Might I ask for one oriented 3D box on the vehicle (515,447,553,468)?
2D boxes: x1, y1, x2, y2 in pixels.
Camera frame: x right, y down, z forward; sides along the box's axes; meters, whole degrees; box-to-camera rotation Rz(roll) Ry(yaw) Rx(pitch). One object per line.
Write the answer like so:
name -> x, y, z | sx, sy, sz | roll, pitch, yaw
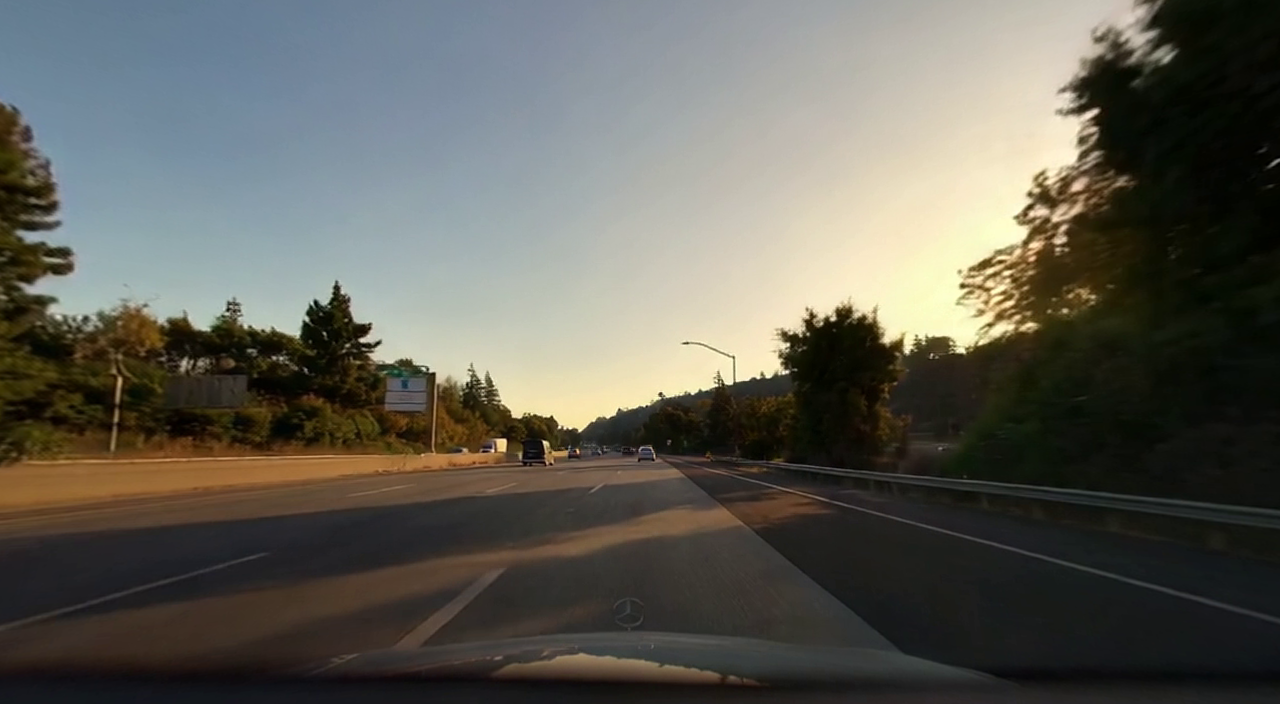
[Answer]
vehicle -> -8.230, 8.201, 49.294 | 1.983, 1.532, 4.424 | -1, -9, 2
